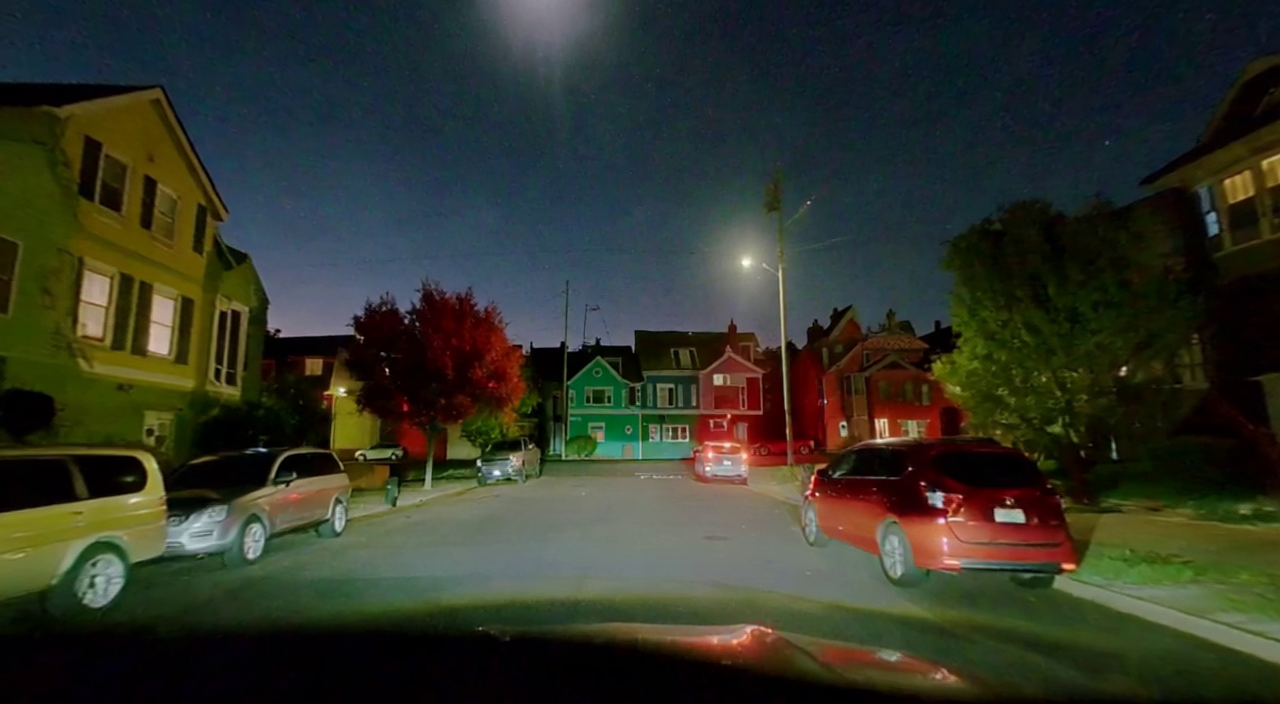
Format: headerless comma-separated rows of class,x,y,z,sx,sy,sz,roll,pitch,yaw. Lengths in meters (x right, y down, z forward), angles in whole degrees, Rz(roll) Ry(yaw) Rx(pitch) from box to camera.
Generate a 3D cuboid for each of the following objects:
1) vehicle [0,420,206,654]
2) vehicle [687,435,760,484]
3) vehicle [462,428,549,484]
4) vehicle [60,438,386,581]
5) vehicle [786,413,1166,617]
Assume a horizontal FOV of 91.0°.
vehicle,-5.474,1.282,4.320,1.932,1.628,4.278,0,-9,-1
vehicle,3.345,4.449,26.267,2.109,1.811,4.886,1,-9,-3
vehicle,-5.568,4.440,27.098,2.480,2.084,6.353,0,-9,-2
vehicle,-5.500,2.080,9.173,1.849,1.560,4.227,0,-9,0
vehicle,3.434,1.741,7.693,2.070,1.728,4.358,1,-9,-3
